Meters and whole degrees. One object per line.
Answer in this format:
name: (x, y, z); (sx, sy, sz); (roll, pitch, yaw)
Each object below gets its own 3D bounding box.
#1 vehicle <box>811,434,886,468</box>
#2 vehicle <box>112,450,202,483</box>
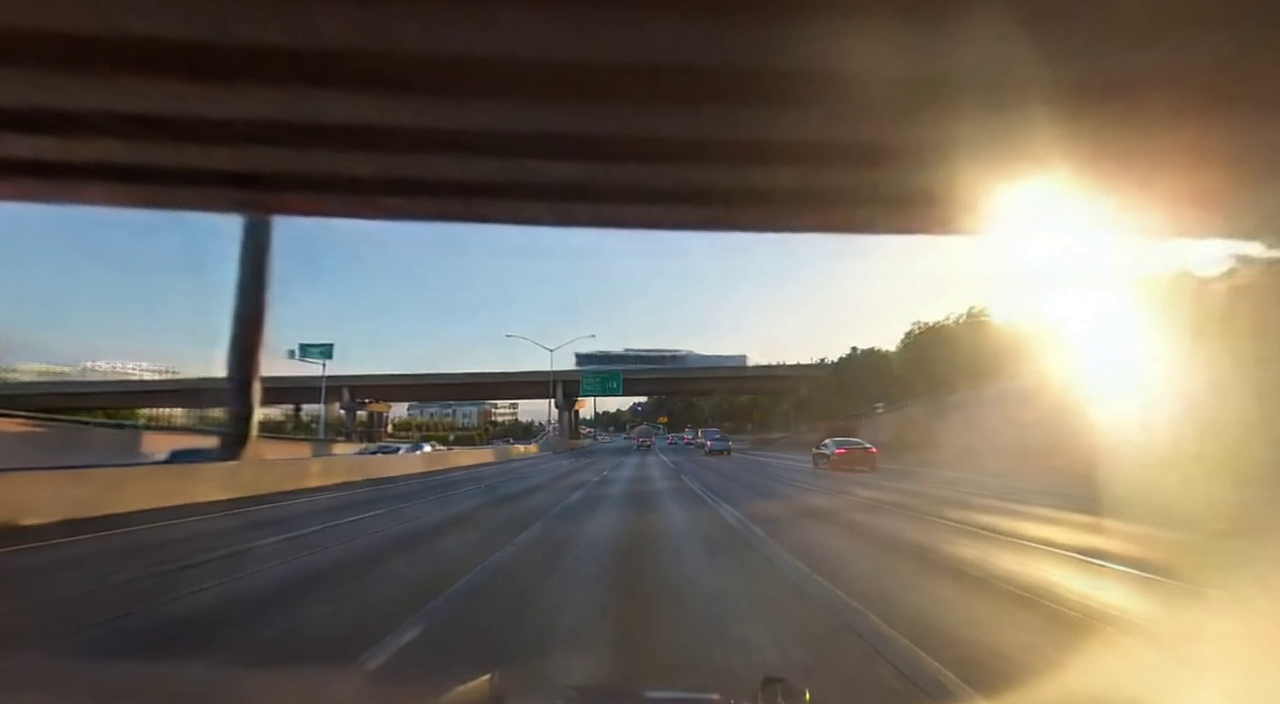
vehicle: (9.936, 4.768, 30.484); (2.000, 1.514, 4.585); (0, -8, -1)
vehicle: (-31.140, 7.341, 40.840); (2.065, 1.859, 4.769); (-2, -8, 0)
